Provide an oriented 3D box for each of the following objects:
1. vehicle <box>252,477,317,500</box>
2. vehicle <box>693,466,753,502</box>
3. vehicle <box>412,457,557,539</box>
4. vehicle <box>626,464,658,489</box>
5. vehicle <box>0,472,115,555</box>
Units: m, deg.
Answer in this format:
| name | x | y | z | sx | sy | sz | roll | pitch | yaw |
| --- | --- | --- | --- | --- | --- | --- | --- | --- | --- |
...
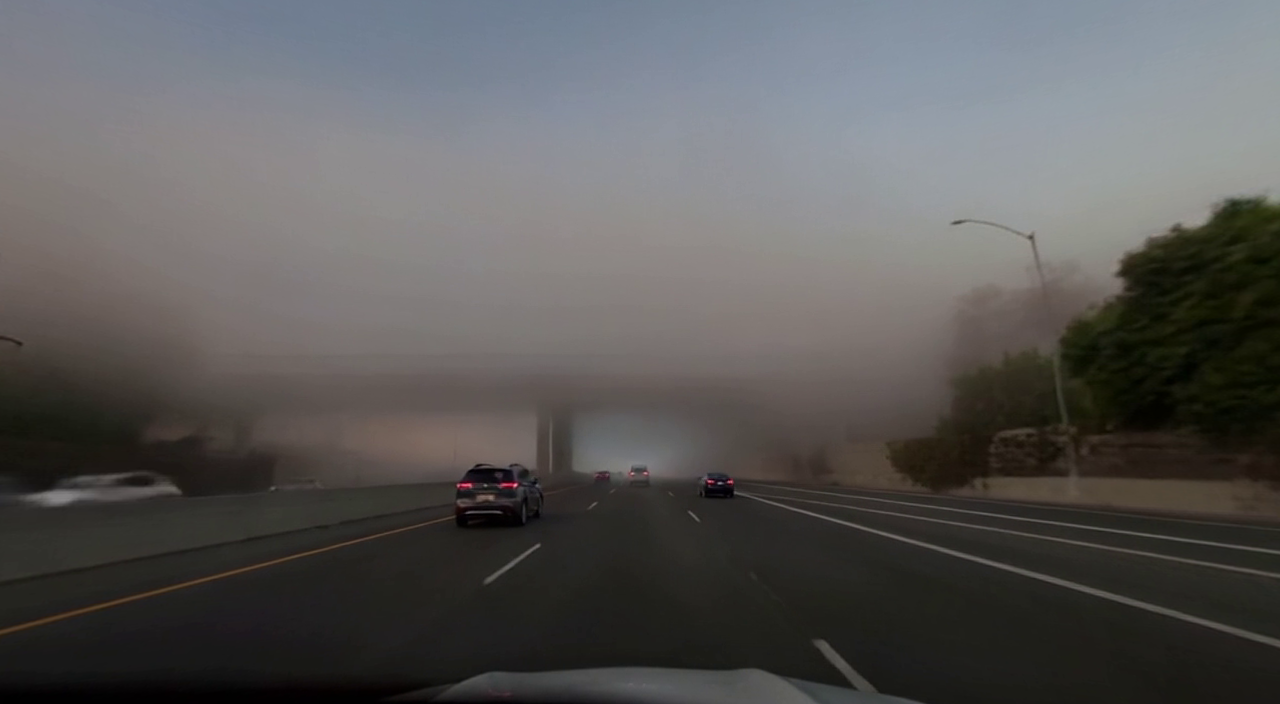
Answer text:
| name | x | y | z | sx | sy | sz | roll | pitch | yaw |
| --- | --- | --- | --- | --- | --- | --- | --- | --- | --- |
| vehicle | -25.409 | 9.743 | 45.119 | 1.850 | 1.430 | 4.642 | 0 | -10 | 2 |
| vehicle | 3.723 | 6.032 | 28.994 | 2.092 | 1.518 | 4.348 | 1 | -10 | -1 |
| vehicle | -3.263 | 3.205 | 14.227 | 2.099 | 1.516 | 4.308 | 0 | -10 | 1 |
| vehicle | 0.184 | 8.924 | 45.109 | 2.181 | 1.698 | 4.056 | 0 | -10 | 1 |
| vehicle | -12.760 | 3.022 | 11.753 | 1.848 | 1.467 | 4.539 | 0 | -10 | 1 |
